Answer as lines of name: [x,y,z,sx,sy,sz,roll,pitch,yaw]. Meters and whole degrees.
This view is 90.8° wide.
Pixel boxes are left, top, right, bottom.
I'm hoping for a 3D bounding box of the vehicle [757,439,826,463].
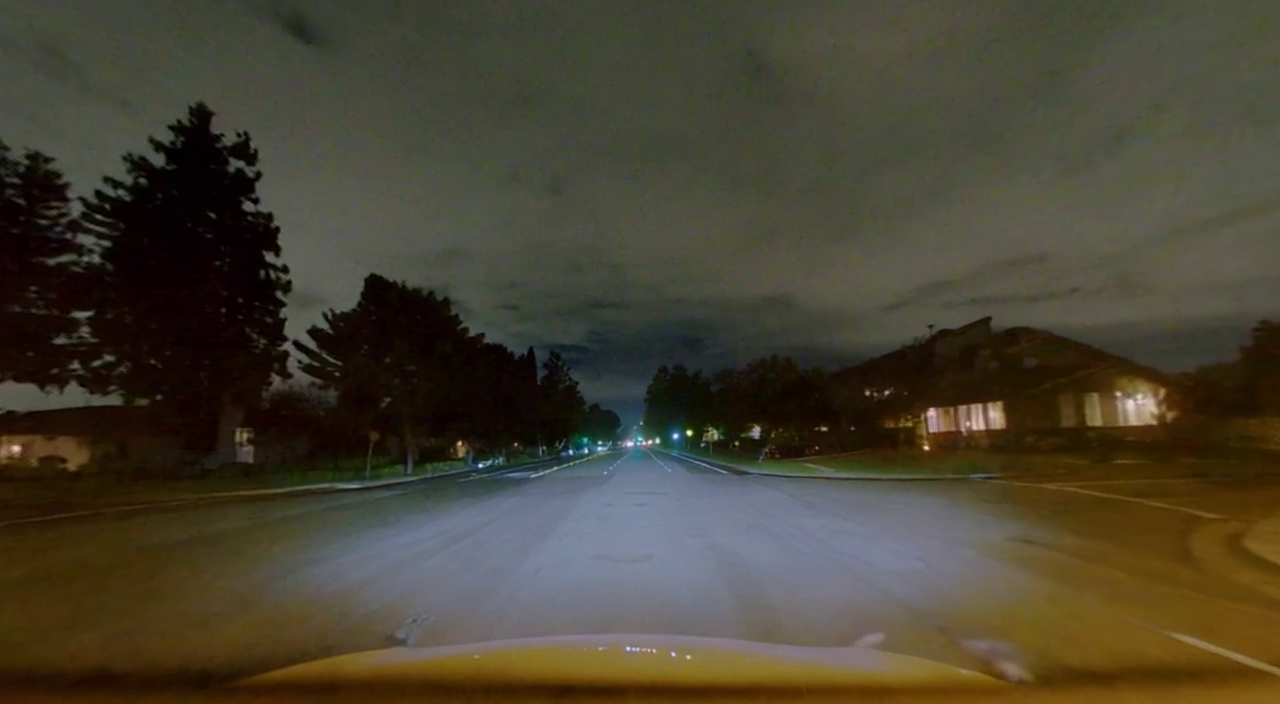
vehicle: [11.702,7.714,49.071,4.782,1.494,1.963,-4,-9,0]
